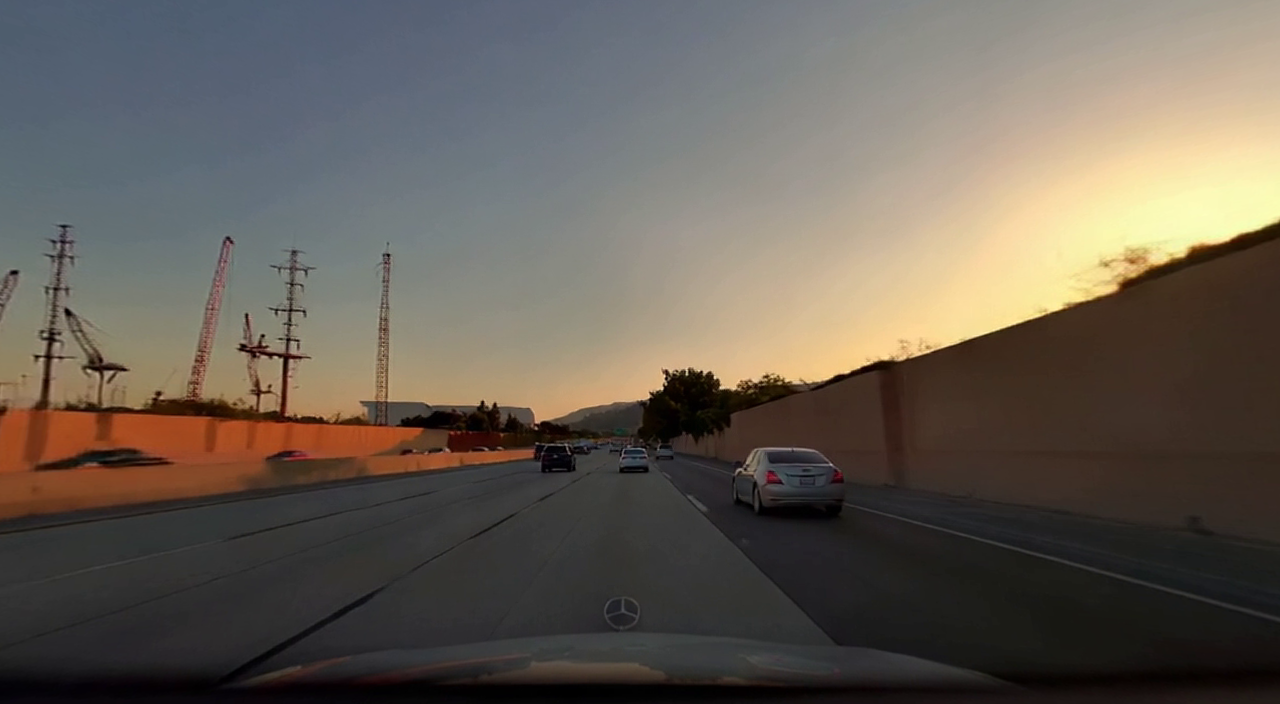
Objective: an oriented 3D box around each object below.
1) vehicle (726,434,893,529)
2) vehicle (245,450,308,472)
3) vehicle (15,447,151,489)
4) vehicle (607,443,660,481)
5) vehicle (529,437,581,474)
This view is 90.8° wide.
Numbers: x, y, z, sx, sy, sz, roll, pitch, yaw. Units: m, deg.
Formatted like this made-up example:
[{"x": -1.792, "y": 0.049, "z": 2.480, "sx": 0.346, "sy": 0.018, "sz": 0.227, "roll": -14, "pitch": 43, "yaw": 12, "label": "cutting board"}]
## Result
[{"x": 3.071, "y": 2.448, "z": 12.598, "sx": 1.917, "sy": 1.507, "sz": 4.540, "roll": 0, "pitch": -8, "yaw": -2, "label": "vehicle"}, {"x": -25.927, "y": 7.786, "z": 45.254, "sx": 1.819, "sy": 1.477, "sz": 4.502, "roll": 0, "pitch": -8, "yaw": 0, "label": "vehicle"}, {"x": -22.026, "y": 4.556, "z": 25.237, "sx": 1.751, "sy": 1.510, "sz": 3.999, "roll": 0, "pitch": -8, "yaw": 0, "label": "vehicle"}, {"x": -0.294, "y": 4.561, "z": 26.454, "sx": 2.045, "sy": 1.452, "sz": 4.040, "roll": 0, "pitch": -8, "yaw": -1, "label": "vehicle"}, {"x": -4.371, "y": 5.409, "z": 33.141, "sx": 2.121, "sy": 1.775, "sz": 4.335, "roll": 0, "pitch": -8, "yaw": 1, "label": "vehicle"}]
